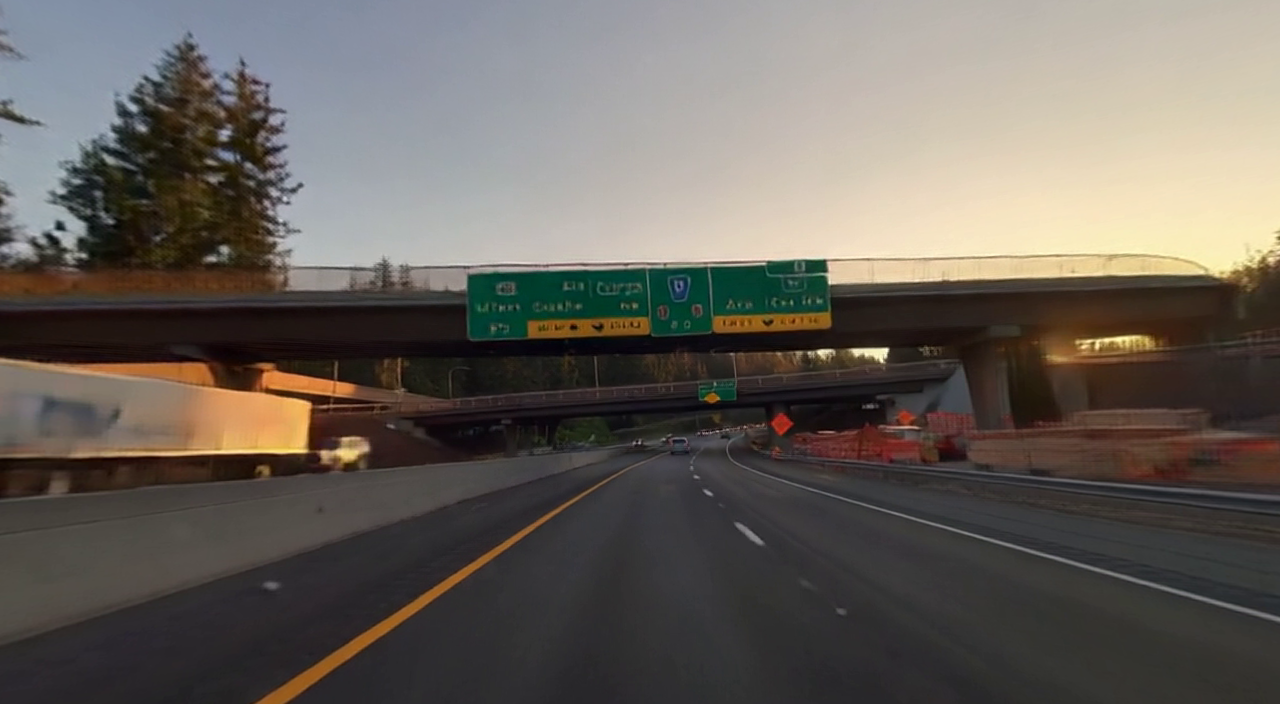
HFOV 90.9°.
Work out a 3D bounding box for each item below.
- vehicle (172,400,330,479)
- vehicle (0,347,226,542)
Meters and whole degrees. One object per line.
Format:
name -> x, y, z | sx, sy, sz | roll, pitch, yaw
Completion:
vehicle -> -12.885, 2.969, 21.385 | 2.083, 2.374, 4.725 | -1, -8, 3
vehicle -> -13.333, 1.910, 12.994 | 3.010, 3.577, 9.124 | -1, -8, 3
